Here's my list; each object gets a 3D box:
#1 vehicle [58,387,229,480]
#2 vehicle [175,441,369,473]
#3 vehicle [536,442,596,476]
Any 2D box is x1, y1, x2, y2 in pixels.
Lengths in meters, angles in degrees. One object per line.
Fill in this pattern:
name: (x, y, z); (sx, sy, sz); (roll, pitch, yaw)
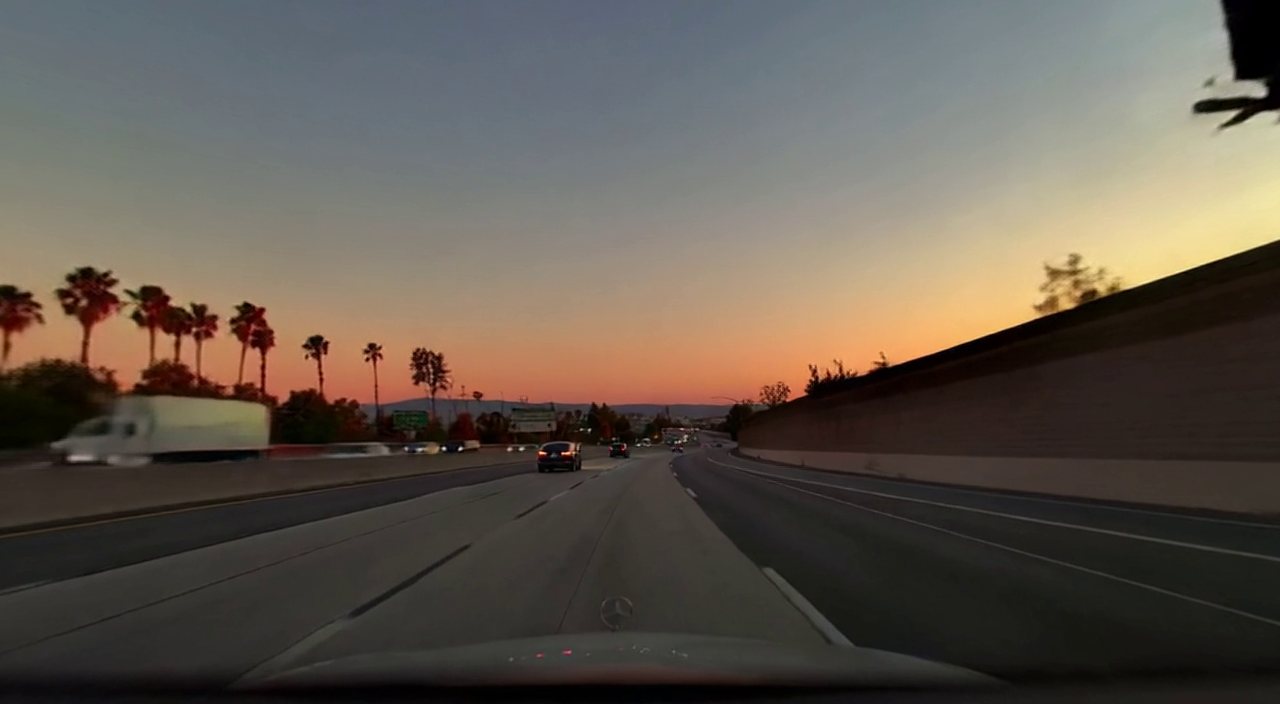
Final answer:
vehicle: (-22.029, 3.725, 28.525); (3.019, 3.782, 5.349); (-1, -8, 3)
vehicle: (-21.664, 6.376, 39.170); (2.748, 1.569, 15.088); (0, -8, 2)
vehicle: (-3.393, 5.017, 29.967); (2.078, 1.457, 4.648); (-1, -8, 3)
